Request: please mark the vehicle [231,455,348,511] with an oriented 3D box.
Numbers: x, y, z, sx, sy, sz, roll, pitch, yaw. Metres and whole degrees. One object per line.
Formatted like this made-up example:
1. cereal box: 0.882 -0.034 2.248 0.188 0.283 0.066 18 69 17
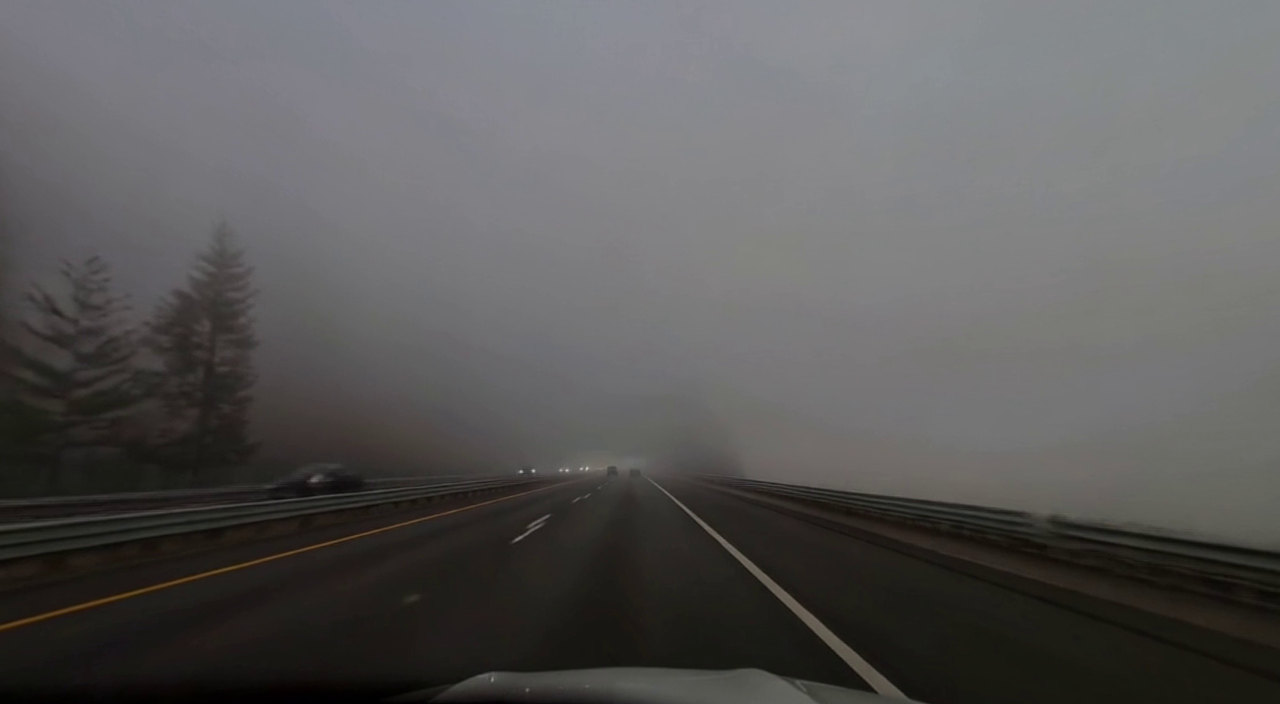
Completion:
1. vehicle: -12.917 4.862 23.579 1.962 1.839 4.078 1 -11 0
